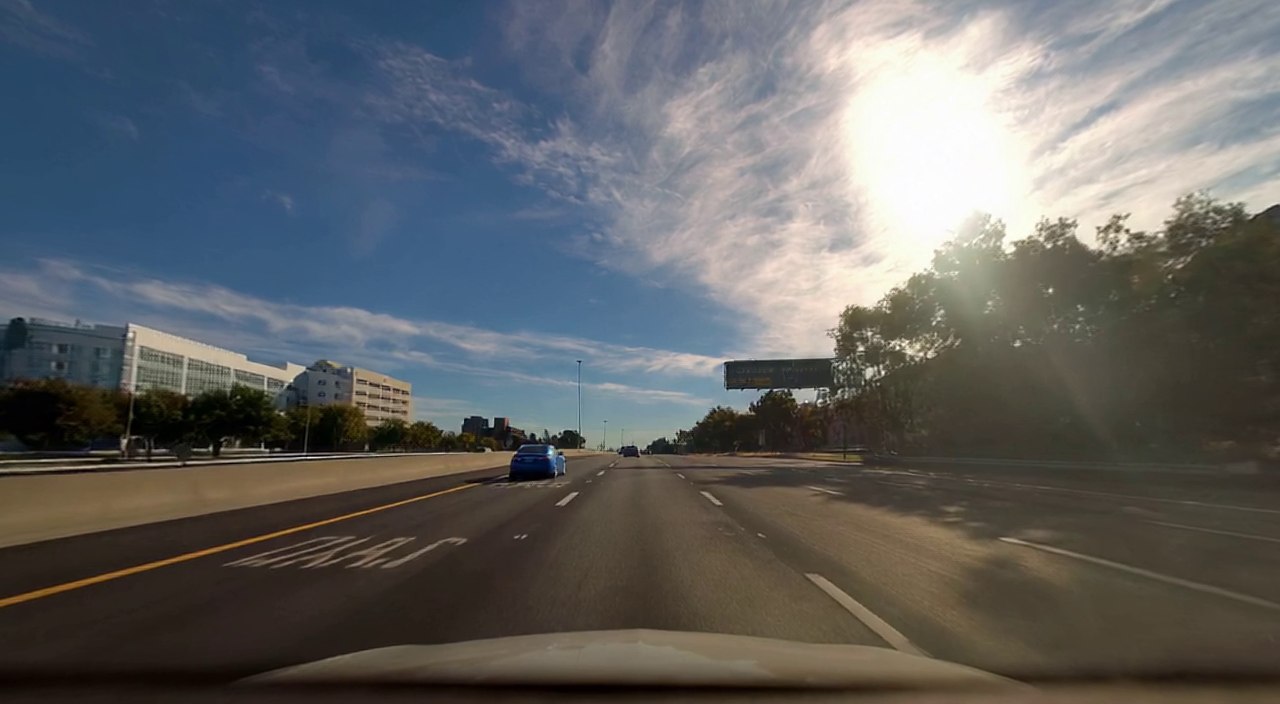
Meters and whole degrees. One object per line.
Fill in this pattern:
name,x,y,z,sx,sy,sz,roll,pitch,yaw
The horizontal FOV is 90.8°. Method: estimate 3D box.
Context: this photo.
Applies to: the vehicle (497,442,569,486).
vehicle,-3.900,4.145,23.753,1.900,1.492,4.495,0,-9,0
